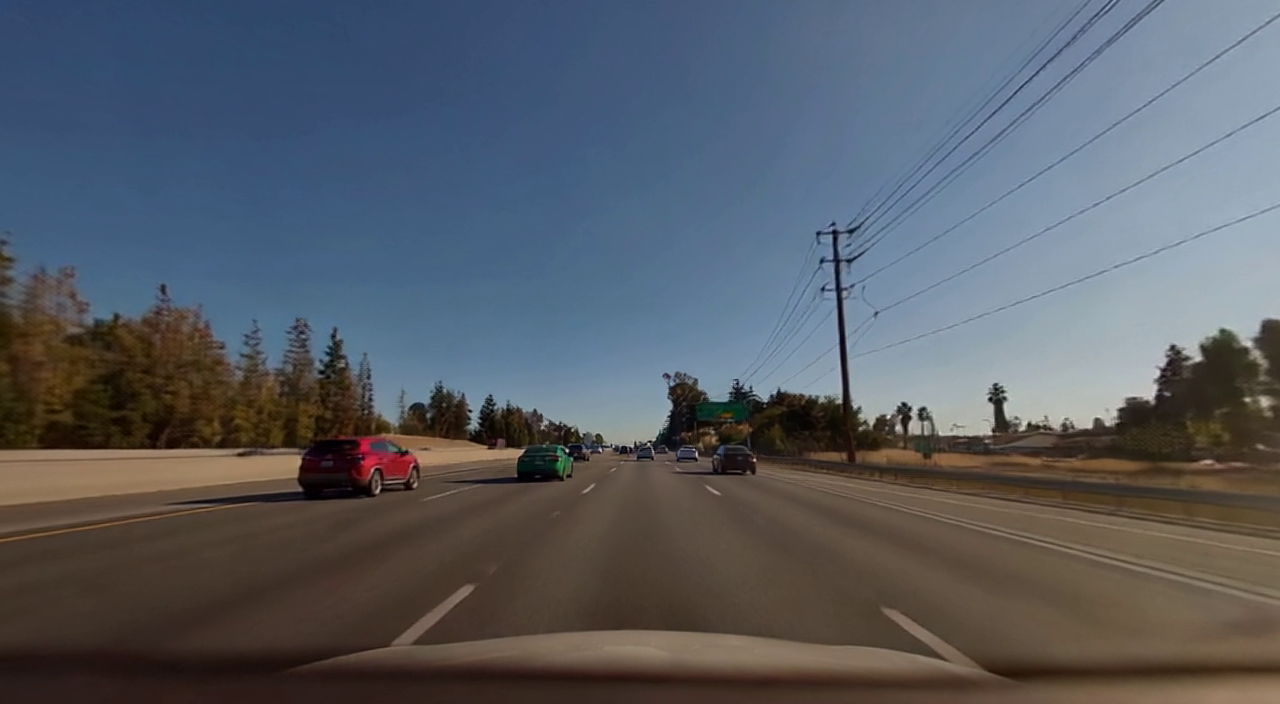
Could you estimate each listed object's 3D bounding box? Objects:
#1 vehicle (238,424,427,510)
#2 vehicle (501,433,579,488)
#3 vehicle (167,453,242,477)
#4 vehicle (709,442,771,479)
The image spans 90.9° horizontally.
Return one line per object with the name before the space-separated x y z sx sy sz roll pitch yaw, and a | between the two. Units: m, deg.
vehicle | -7.331 2.789 15.796 2.162 1.805 4.853 0 -8 1
vehicle | -3.334 3.724 21.882 1.961 1.704 4.052 0 -8 1
vehicle | -28.496 7.365 41.448 1.738 1.440 4.398 0 -8 1
vehicle | 4.300 4.720 27.754 1.964 1.479 4.252 0 -8 -1
